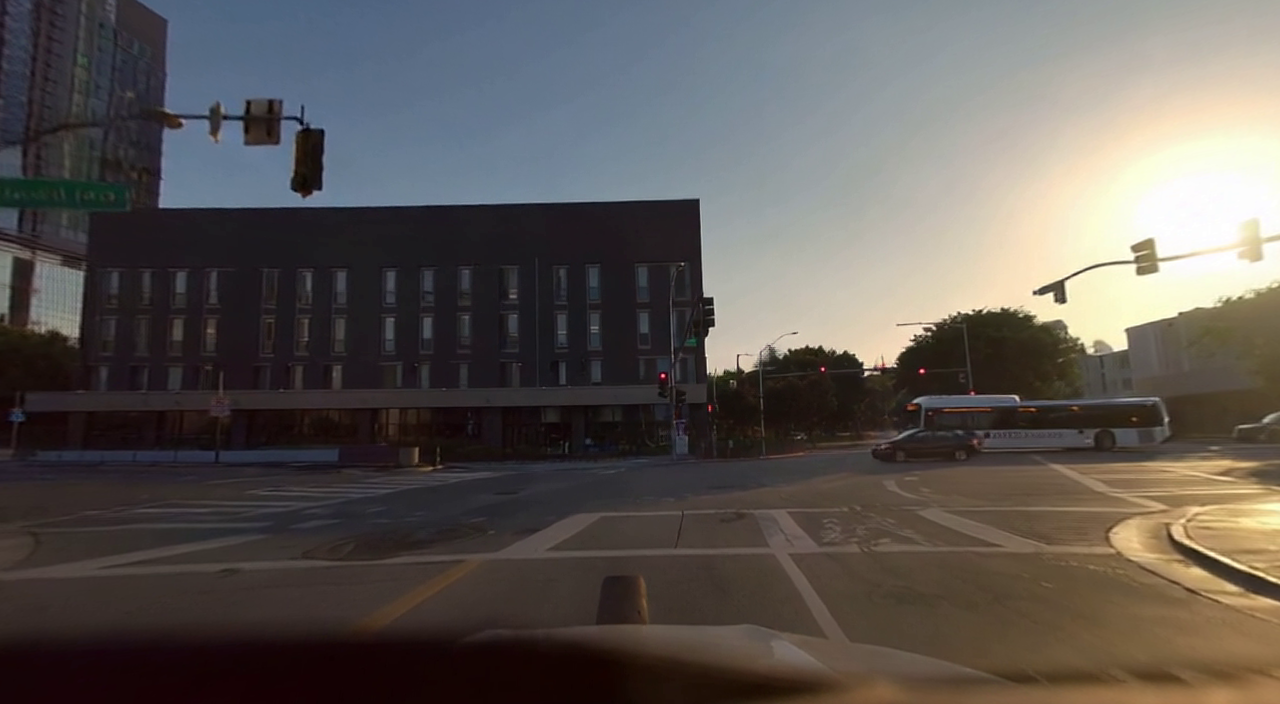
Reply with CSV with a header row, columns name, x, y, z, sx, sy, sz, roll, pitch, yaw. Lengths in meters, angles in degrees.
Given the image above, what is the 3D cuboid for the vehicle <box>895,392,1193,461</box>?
name,x,y,z,sx,sy,sz,roll,pitch,yaw
vehicle,19.977,3.804,31.636,12.822,3.296,3.033,0,-9,-1

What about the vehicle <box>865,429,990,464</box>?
name,x,y,z,sx,sy,sz,roll,pitch,yaw
vehicle,12.505,4.131,27.511,4.538,1.461,1.805,0,-9,-1
